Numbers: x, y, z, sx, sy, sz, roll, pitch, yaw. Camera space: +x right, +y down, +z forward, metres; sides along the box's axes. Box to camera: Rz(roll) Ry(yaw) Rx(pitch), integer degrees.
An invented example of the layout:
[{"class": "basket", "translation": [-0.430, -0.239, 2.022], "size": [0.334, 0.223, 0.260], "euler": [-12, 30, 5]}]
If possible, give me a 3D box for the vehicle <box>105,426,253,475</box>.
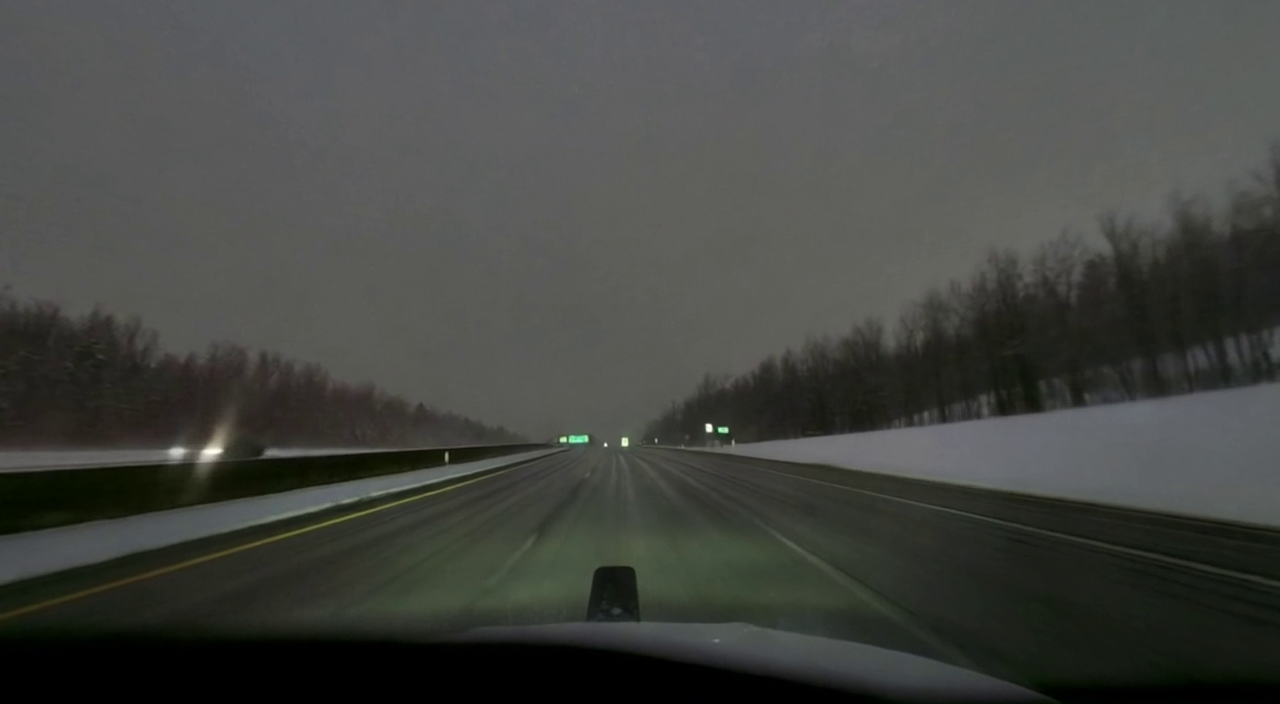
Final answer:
[{"class": "vehicle", "translation": [-15.833, 3.415, 21.990], "size": [1.851, 1.505, 4.541], "euler": [0, -8, -2]}]
